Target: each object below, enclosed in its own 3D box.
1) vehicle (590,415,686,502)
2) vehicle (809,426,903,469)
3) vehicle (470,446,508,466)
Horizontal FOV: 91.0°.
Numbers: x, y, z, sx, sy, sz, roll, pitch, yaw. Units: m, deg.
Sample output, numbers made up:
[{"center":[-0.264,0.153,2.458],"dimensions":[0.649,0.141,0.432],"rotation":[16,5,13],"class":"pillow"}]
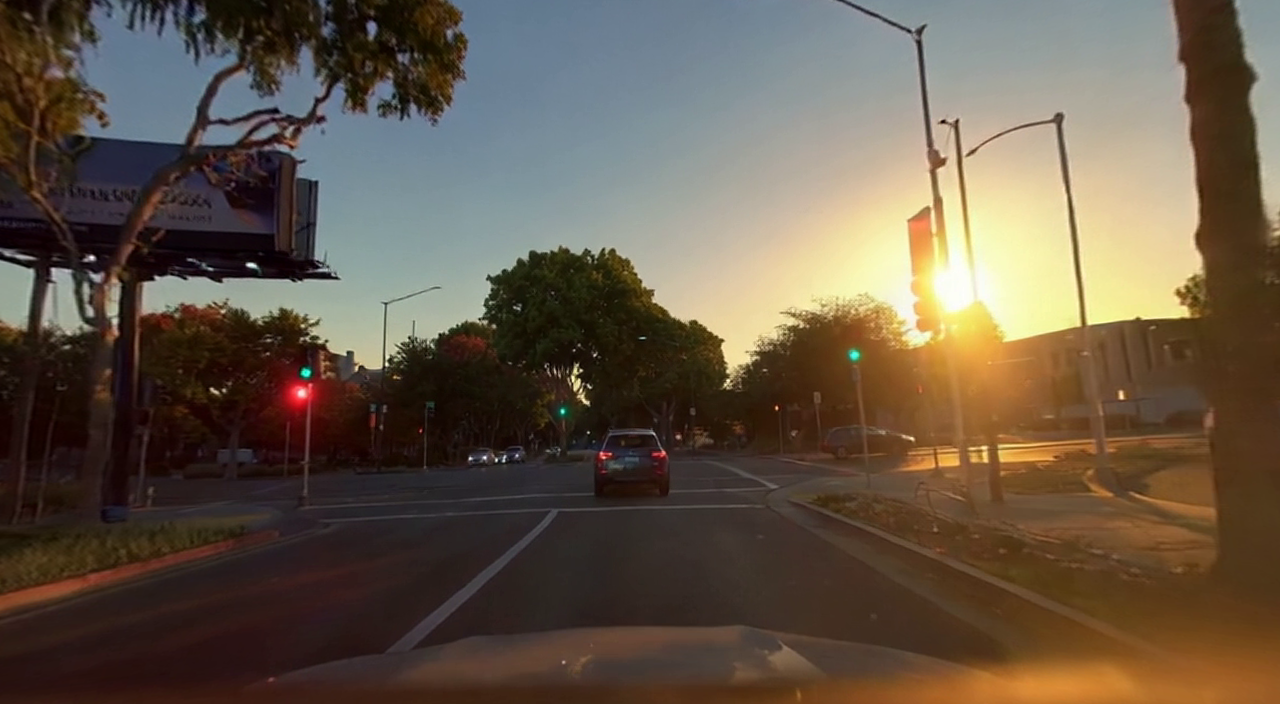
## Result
[{"center":[-0.129,2.661,16.075],"dimensions":[2.142,1.904,3.816],"rotation":[0,-8,-3],"class":"vehicle"},{"center":[8.642,3.776,25.107],"dimensions":[3.403,1.602,1.716],"rotation":[5,-10,-32],"class":"vehicle"},{"center":[-11.338,7.826,47.582],"dimensions":[1.989,1.403,4.331],"rotation":[0,-8,-3],"class":"vehicle"}]
